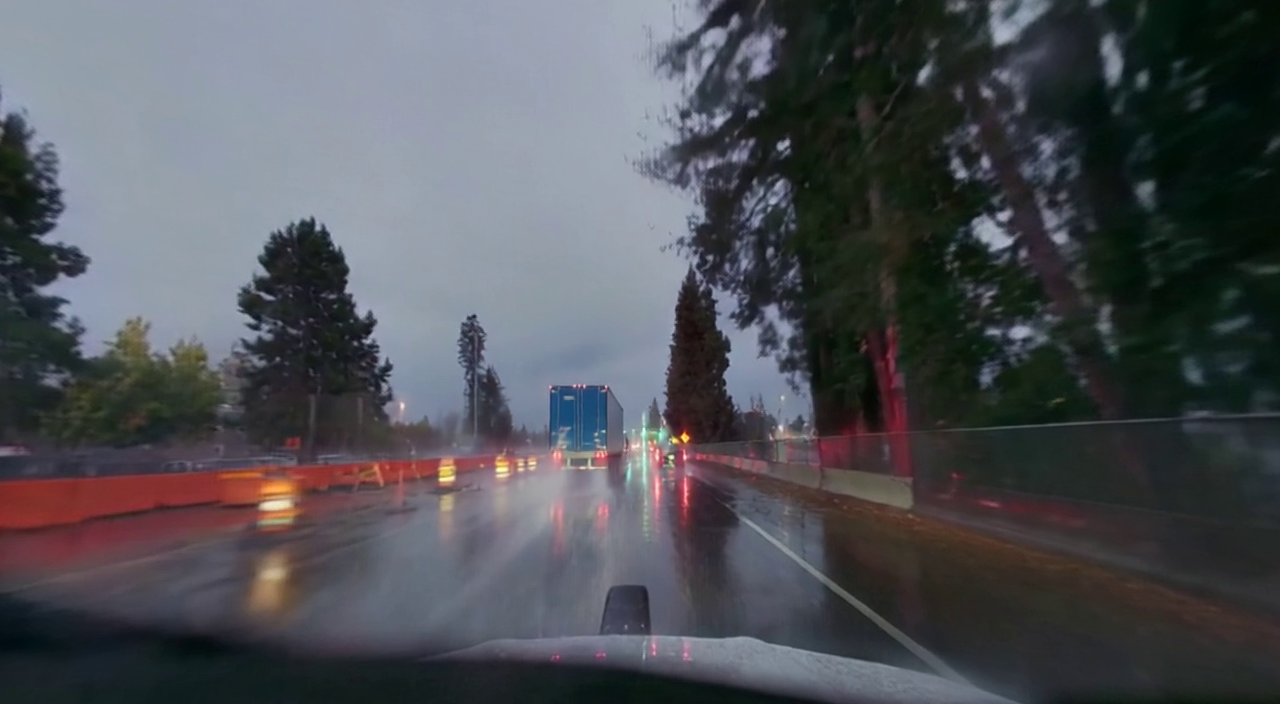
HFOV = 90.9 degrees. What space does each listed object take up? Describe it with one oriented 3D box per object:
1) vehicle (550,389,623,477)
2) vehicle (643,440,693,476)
[{"bbox_3d":[-2.729,4.922,37.495,2.906,4.115,15.715,0,-8,0],"label":"vehicle"},{"bbox_3d":[1.343,5.342,31.986,2.304,1.675,4.462,0,-8,0],"label":"vehicle"}]
